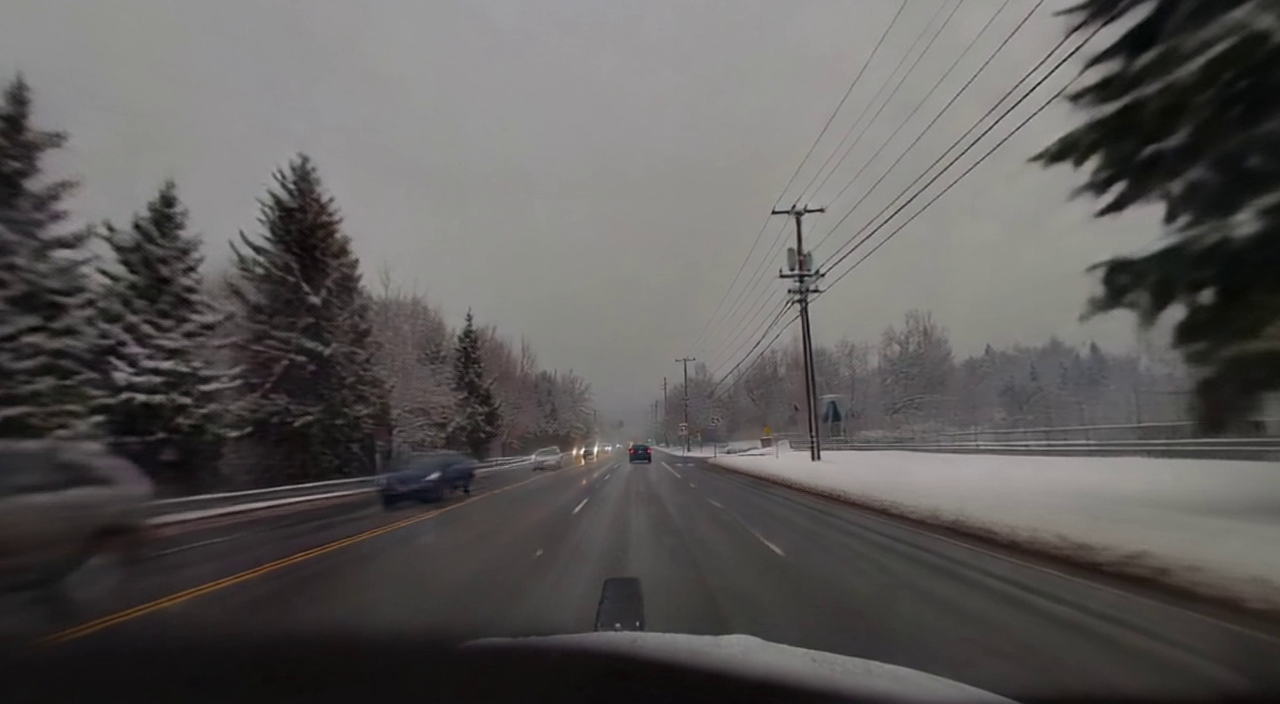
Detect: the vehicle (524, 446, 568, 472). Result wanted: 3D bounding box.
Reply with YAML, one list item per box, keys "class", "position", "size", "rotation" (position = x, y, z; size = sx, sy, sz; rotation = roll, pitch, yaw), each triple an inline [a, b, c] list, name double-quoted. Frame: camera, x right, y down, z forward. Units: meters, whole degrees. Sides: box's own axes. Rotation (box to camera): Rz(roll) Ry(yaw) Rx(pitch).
- class: "vehicle"
  position: [-5.736, 6.598, 39.102]
  size: [2.030, 1.445, 4.321]
  rotation: [-1, -8, 1]

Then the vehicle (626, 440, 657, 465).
- class: "vehicle"
  position: [0.087, 7.459, 46.927]
  size: [2.163, 1.746, 4.073]
  rotation: [0, -8, -1]

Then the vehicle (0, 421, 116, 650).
- class: "vehicle"
  position: [-5.471, 1.168, 3.452]
  size: [1.792, 1.628, 4.000]
  rotation: [0, -8, -1]

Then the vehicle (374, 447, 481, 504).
- class: "vehicle"
  position: [-6.222, 3.618, 18.987]
  size: [1.933, 1.492, 3.755]
  rotation: [-1, -8, 0]
